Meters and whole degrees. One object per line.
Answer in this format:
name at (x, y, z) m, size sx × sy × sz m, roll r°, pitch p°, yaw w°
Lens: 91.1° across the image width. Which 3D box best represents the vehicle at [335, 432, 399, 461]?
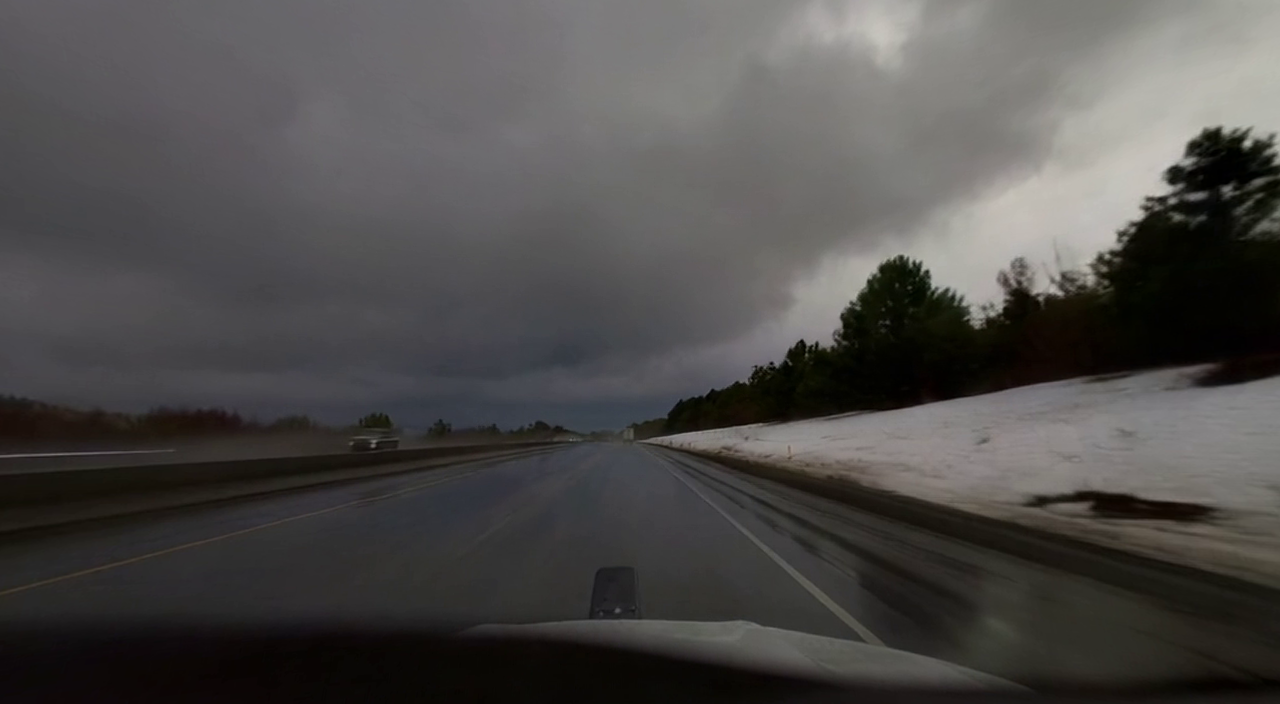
vehicle at (-15.467, 5.346, 35.843) m, size 1.853 × 1.514 × 3.922 m, roll 0°, pitch -8°, yaw 0°
